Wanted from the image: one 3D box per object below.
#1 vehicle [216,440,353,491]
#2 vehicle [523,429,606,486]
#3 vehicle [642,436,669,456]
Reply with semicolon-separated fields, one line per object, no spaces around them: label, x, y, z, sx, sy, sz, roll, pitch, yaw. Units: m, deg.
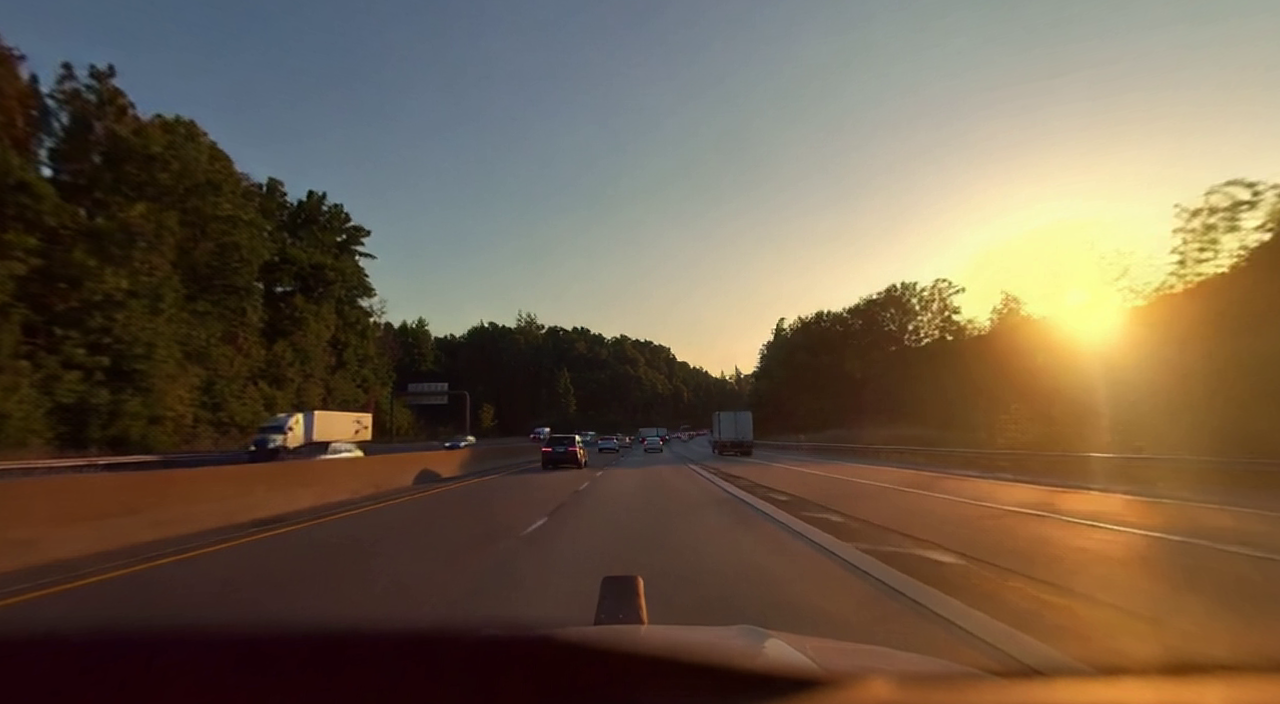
vehicle;-11.568;3.680;20.959;1.881;1.449;4.521;0;-8;1
vehicle;-2.256;3.291;20.102;2.137;1.618;4.209;0;-8;0
vehicle;1.139;7.067;47.539;2.004;1.465;3.842;0;-8;1
